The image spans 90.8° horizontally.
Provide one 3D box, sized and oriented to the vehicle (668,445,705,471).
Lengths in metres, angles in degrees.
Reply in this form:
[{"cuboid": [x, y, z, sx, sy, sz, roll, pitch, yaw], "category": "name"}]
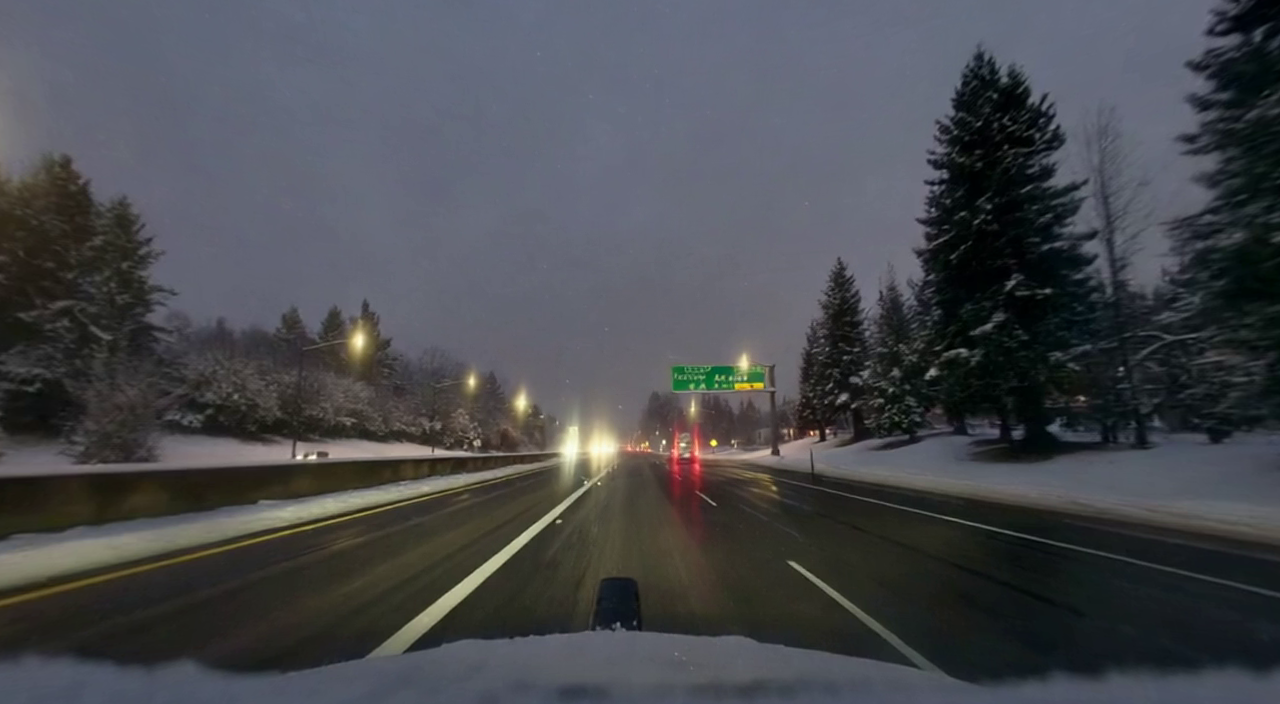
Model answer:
[{"cuboid": [3.195, 7.395, 44.220, 2.083, 1.643, 4.565, 1, -8, -2], "category": "vehicle"}]
